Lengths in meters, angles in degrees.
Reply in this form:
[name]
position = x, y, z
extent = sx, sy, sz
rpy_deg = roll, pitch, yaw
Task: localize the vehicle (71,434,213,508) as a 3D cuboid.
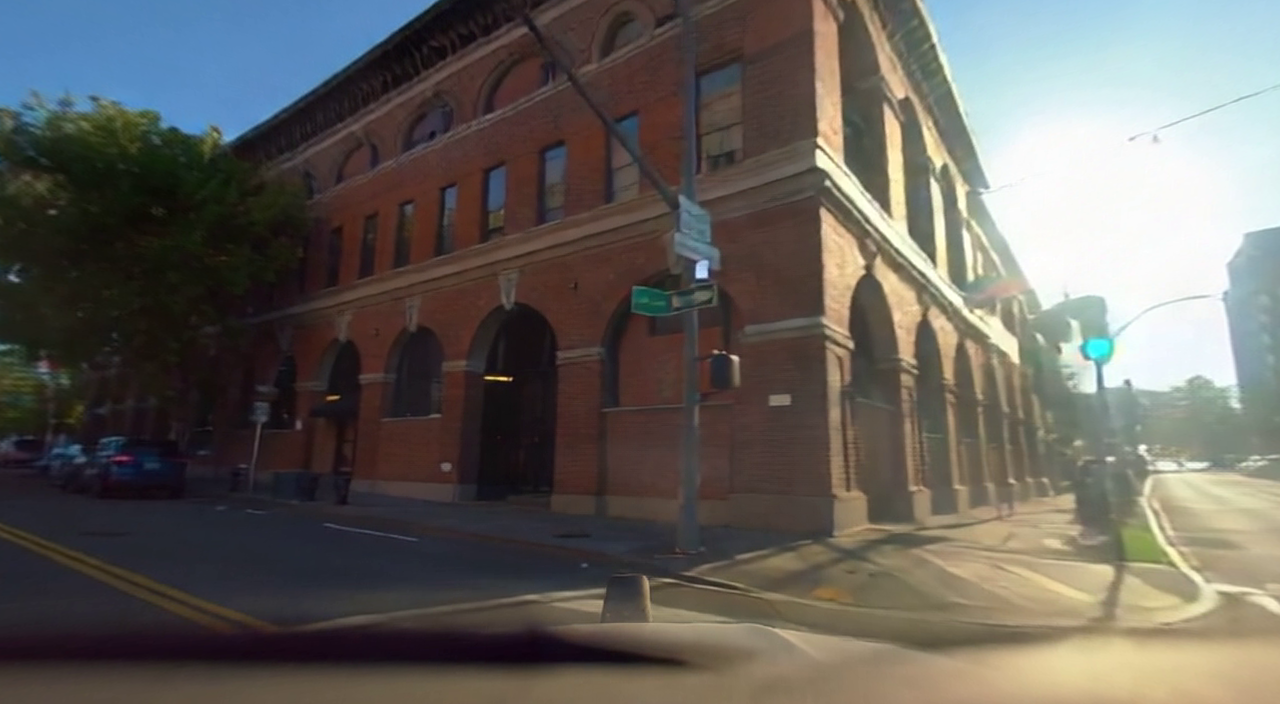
[vehicle]
position = -14.154, 3.290, 17.833
extent = 4.518, 1.804, 1.953
rpy_deg = -7, -11, 37
